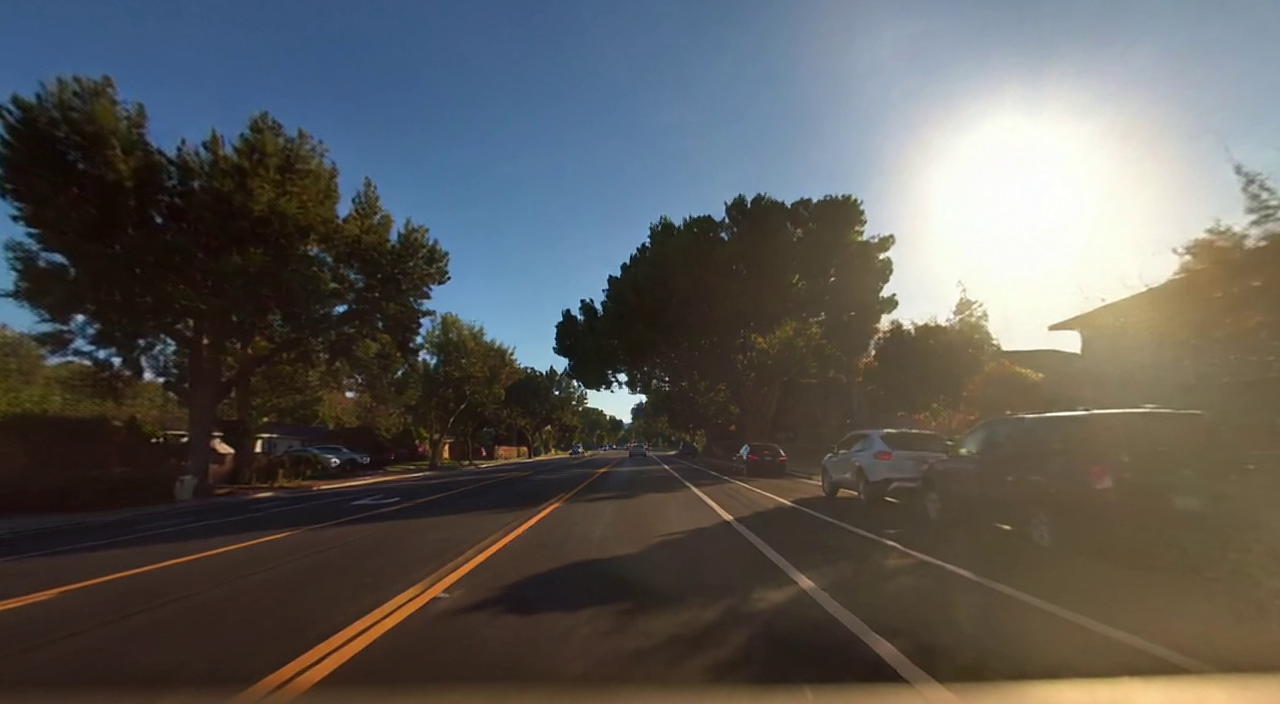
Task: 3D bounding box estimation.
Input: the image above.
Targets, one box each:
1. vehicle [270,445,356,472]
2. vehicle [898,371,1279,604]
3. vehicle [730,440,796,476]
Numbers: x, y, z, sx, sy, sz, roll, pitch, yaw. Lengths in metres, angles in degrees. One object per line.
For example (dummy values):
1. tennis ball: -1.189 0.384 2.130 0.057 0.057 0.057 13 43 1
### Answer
1. vehicle: -21.764 7.116 42.109 4.610 1.721 2.019 0 -8 -2
2. vehicle: 5.025 1.381 7.251 2.160 1.800 4.646 0 -8 1
3. vehicle: 5.419 4.731 28.373 1.935 1.453 4.488 0 -8 -2
